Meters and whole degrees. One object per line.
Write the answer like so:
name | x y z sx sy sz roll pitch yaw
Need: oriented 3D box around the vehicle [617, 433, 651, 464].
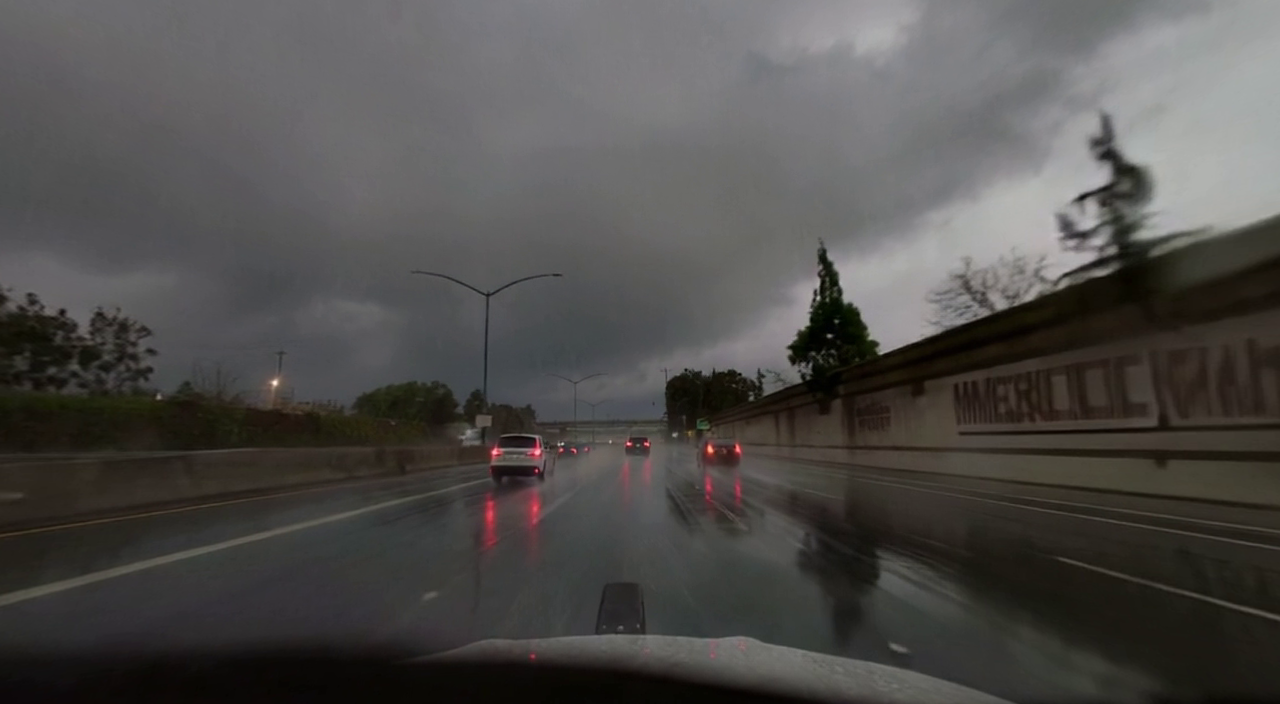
vehicle | -0.415 7.371 48.392 2.485 2.215 5.199 0 -8 1

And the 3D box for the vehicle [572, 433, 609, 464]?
vehicle | -3.686 7.265 47.496 2.378 2.214 4.352 0 -8 0

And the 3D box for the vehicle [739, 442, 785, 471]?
vehicle | 7.656 6.568 39.805 2.033 1.680 4.505 0 -8 0

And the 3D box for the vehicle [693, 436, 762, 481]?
vehicle | 3.590 4.479 26.769 2.224 1.752 4.487 0 -8 -1

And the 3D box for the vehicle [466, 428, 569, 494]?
vehicle | -3.719 3.430 20.284 2.184 1.819 5.441 0 -8 0
